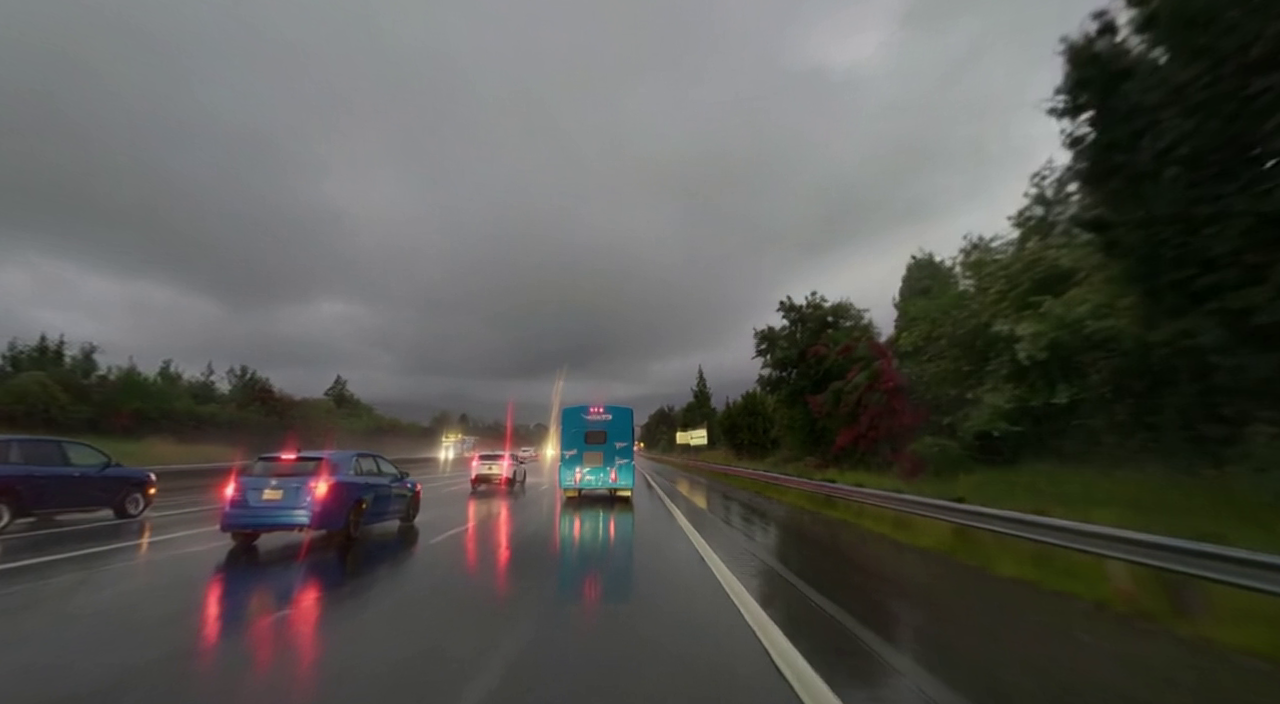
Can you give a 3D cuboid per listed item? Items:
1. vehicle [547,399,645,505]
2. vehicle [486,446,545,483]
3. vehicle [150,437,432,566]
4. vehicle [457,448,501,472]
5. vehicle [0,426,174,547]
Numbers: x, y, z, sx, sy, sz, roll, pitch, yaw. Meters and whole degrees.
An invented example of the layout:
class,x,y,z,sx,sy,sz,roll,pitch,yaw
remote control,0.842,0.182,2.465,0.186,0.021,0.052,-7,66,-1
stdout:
class,x,y,z,sx,sy,sz,roll,pitch,yaw
vehicle,-1.185,2.847,18.101,2.394,2.556,5.232,0,-9,-2
vehicle,-5.282,4.806,27.121,1.872,1.480,3.545,0,-9,-1
vehicle,-4.657,2.018,9.255,1.876,1.438,4.072,0,-9,-1
vehicle,-10.535,7.035,41.303,1.886,1.462,4.084,0,-9,-1
vehicle,-9.710,1.988,9.540,2.010,1.621,4.252,0,-9,-1
